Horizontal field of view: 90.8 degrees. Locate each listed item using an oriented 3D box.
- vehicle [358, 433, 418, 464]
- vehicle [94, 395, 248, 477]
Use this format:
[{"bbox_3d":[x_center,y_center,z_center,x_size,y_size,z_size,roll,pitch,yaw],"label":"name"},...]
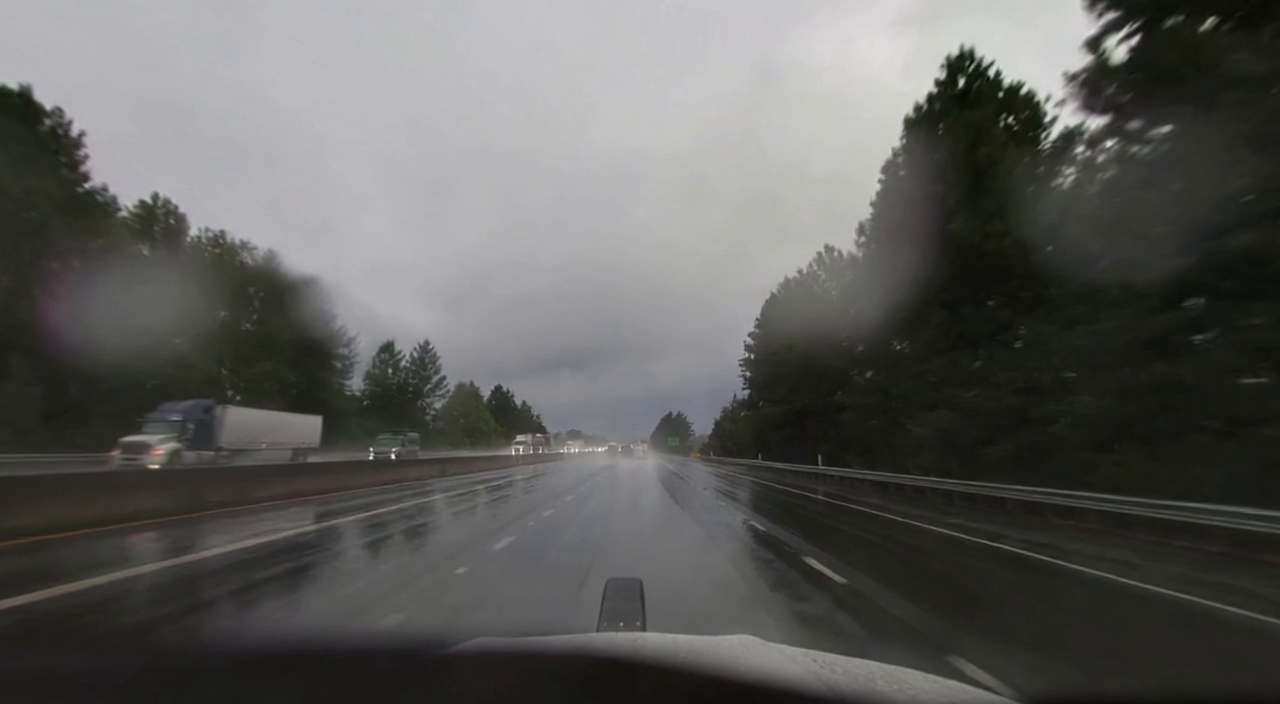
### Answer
[{"bbox_3d":[-18.989,7.317,47.860,2.371,2.191,5.138,0,-9,0],"label":"vehicle"},{"bbox_3d":[-23.659,4.350,32.355,2.978,3.770,6.115,0,-9,0],"label":"vehicle"}]
